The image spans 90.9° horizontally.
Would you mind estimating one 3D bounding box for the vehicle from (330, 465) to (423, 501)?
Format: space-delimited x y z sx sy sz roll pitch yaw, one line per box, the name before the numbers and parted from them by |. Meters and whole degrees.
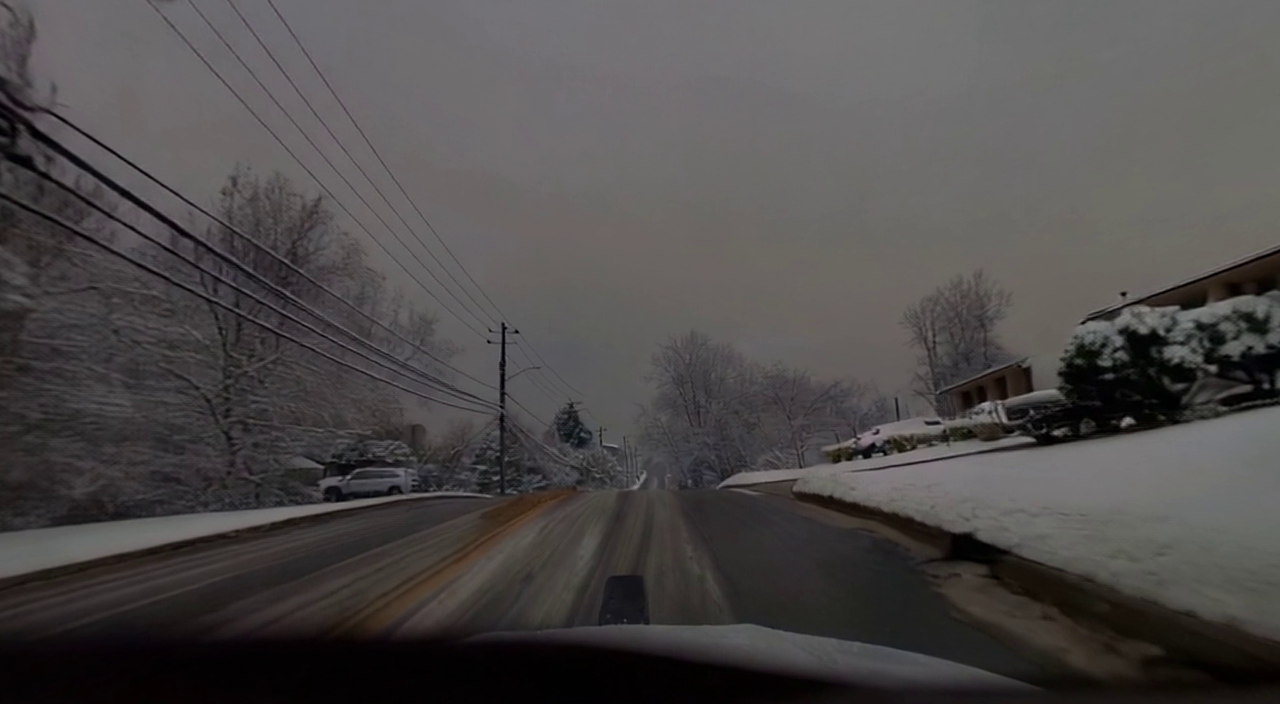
vehicle | -16.623 8.309 40.314 2.301 2.081 6.706 -3 -11 8
